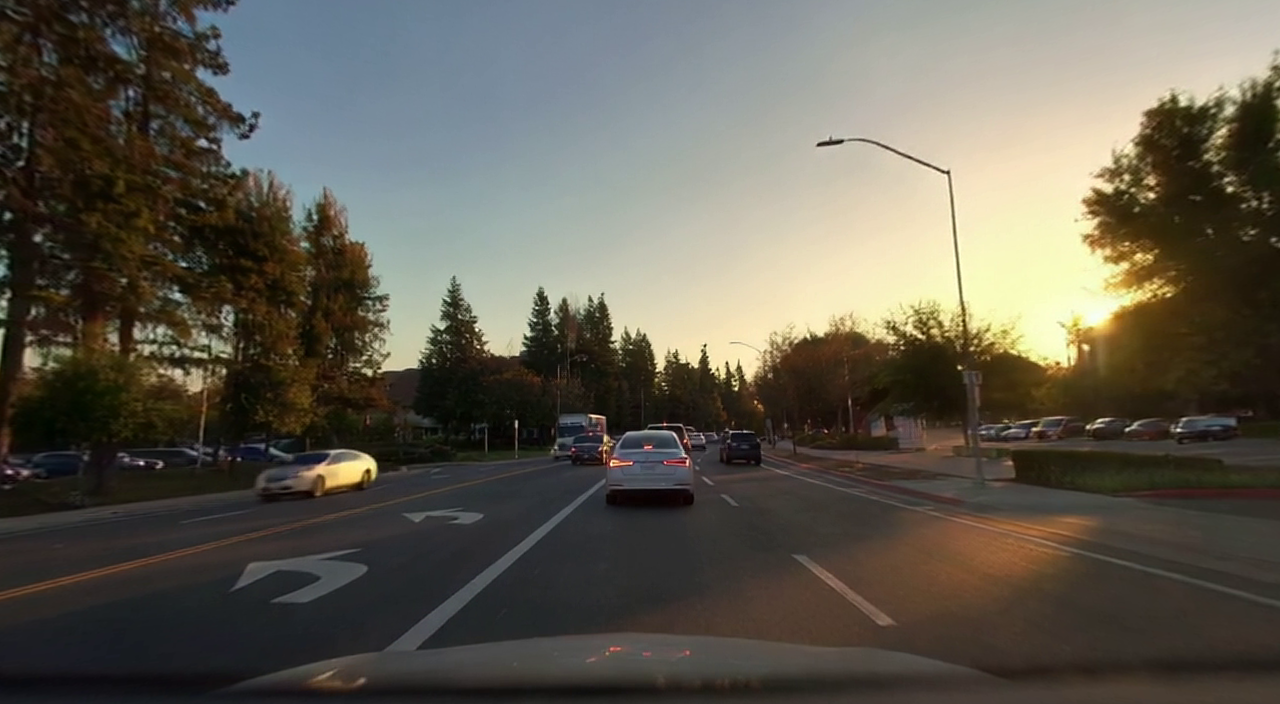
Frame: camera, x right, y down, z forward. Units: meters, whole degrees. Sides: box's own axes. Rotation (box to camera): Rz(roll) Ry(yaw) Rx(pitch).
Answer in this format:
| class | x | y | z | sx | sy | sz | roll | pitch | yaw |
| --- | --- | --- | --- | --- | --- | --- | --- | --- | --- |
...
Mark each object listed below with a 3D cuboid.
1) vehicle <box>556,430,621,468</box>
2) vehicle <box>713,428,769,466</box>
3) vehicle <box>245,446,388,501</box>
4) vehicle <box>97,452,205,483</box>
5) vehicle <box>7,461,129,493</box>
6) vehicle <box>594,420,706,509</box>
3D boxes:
| class | x | y | z | sx | sy | sz | roll | pitch | yaw |
| --- | --- | --- | --- | --- | --- | --- | --- | --- | --- |
| vehicle | -2.550 | 4.987 | 32.490 | 2.057 | 1.786 | 4.725 | -2 | -8 | 11 |
| vehicle | 5.060 | 4.853 | 32.218 | 2.155 | 1.786 | 4.459 | -1 | -8 | 1 |
| vehicle | -9.760 | 3.661 | 19.528 | 1.909 | 1.471 | 4.502 | -1 | -8 | 2 |
| vehicle | -27.808 | 6.550 | 35.940 | 4.743 | 1.671 | 1.842 | -1 | -8 | 4 |
| vehicle | -27.895 | 6.096 | 30.840 | 4.391 | 1.442 | 1.763 | -1 | -8 | 4 |
| vehicle | 0.224 | 2.487 | 14.371 | 2.154 | 1.710 | 4.128 | -1 | -8 | 1 |
